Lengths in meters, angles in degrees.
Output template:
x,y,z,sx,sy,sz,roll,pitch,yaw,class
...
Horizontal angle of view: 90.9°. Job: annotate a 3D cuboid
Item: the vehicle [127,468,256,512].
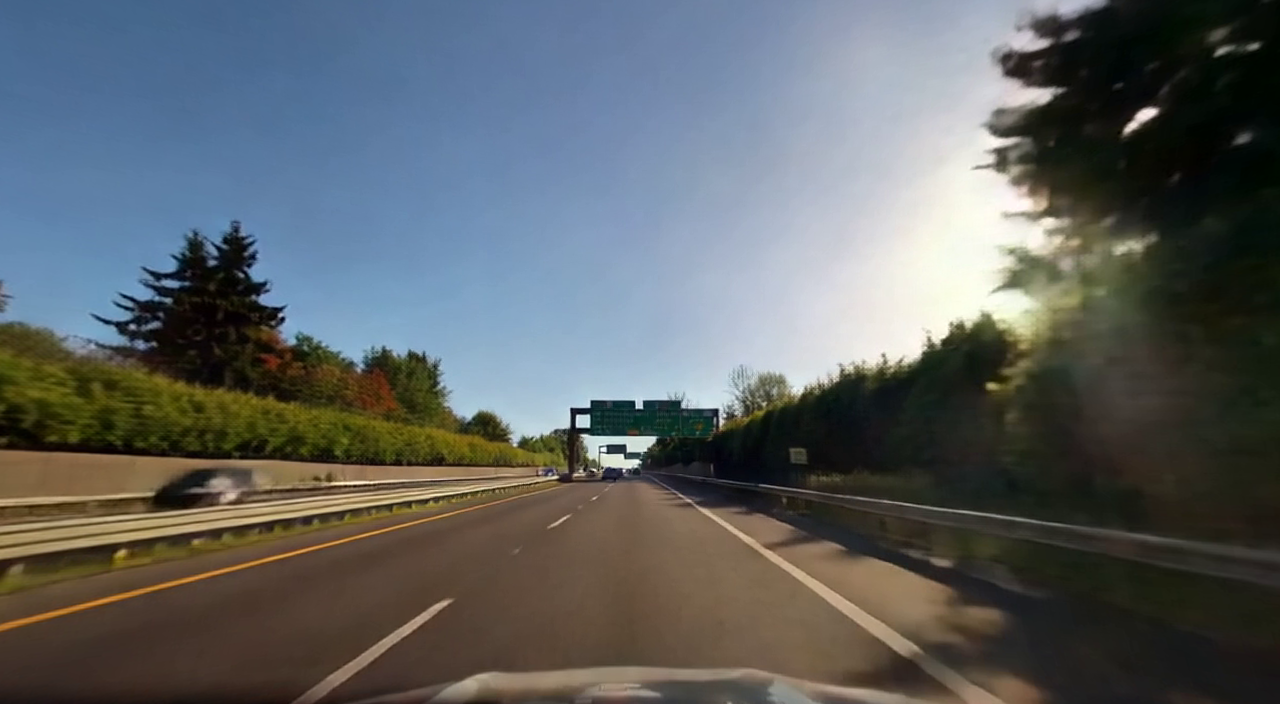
x,y,z,sx,sy,sz,roll,pitch,yaw,class
-16.431,5.062,23.352,1.807,1.428,3.938,1,-11,0,vehicle
